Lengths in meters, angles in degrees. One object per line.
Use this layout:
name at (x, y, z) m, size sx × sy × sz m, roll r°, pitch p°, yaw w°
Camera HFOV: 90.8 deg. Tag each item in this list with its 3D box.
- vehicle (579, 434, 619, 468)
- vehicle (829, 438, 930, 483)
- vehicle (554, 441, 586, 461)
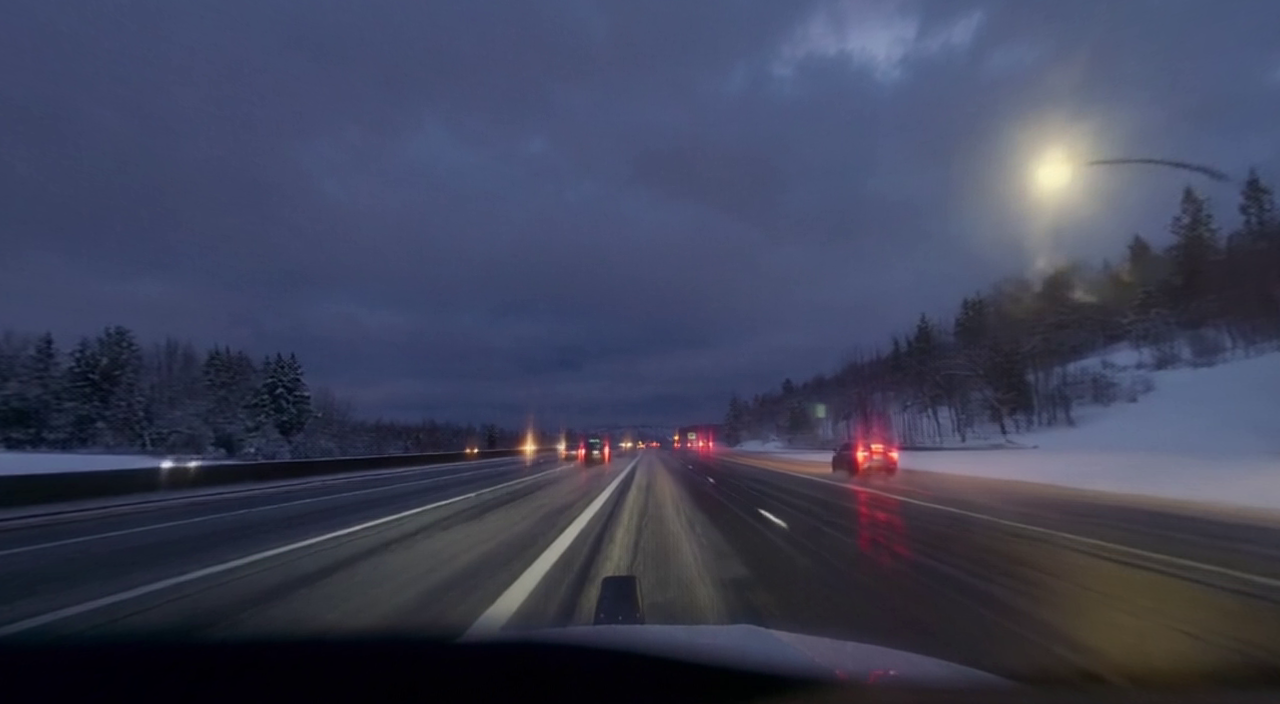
vehicle at (-2.291, 5.676, 36.394) m, size 1.893 × 1.827 × 4.513 m, roll 0°, pitch -8°, yaw 1°
vehicle at (8.408, 3.847, 22.634) m, size 1.900 × 1.432 × 4.519 m, roll 0°, pitch -8°, yaw 1°
vehicle at (-5.470, 7.823, 49.983) m, size 2.009 × 1.462 × 4.458 m, roll 0°, pitch -8°, yaw 1°
